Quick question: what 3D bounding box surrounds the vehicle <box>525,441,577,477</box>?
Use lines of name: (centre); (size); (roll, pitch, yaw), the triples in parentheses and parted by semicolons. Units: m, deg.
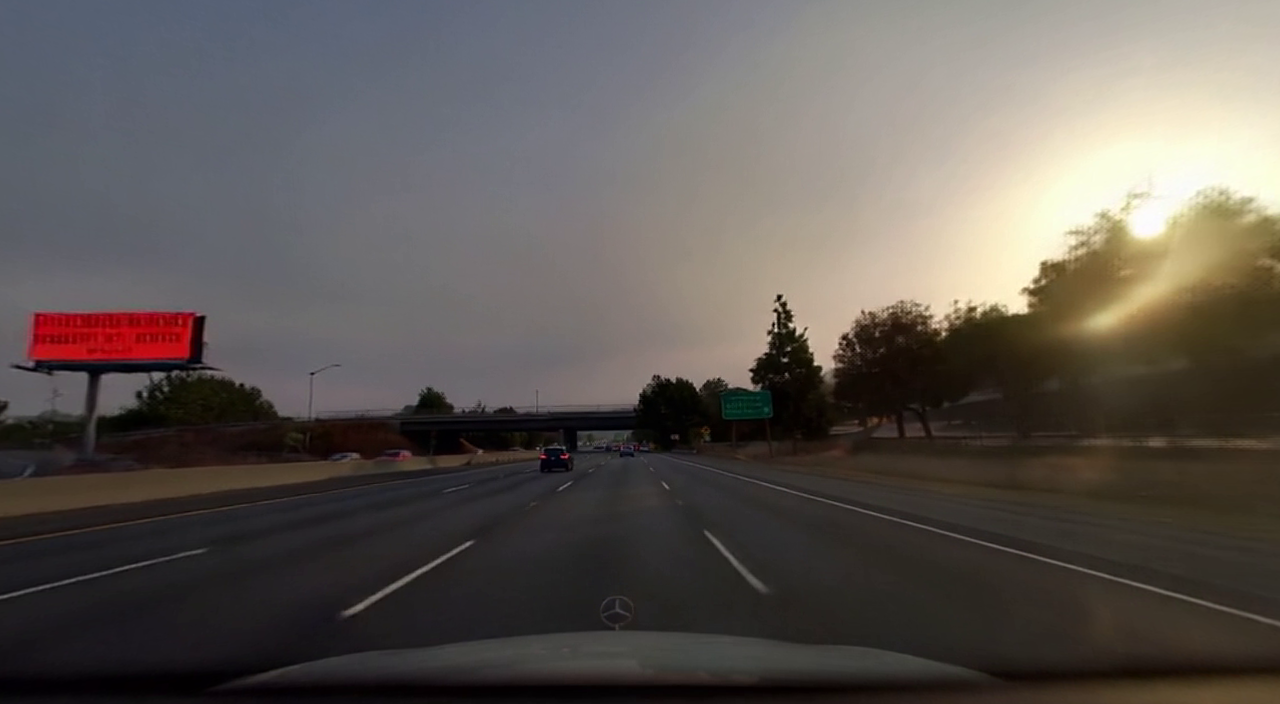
vehicle: (-4.603, 5.591, 33.289); (2.102, 1.727, 4.704); (0, -9, 0)
